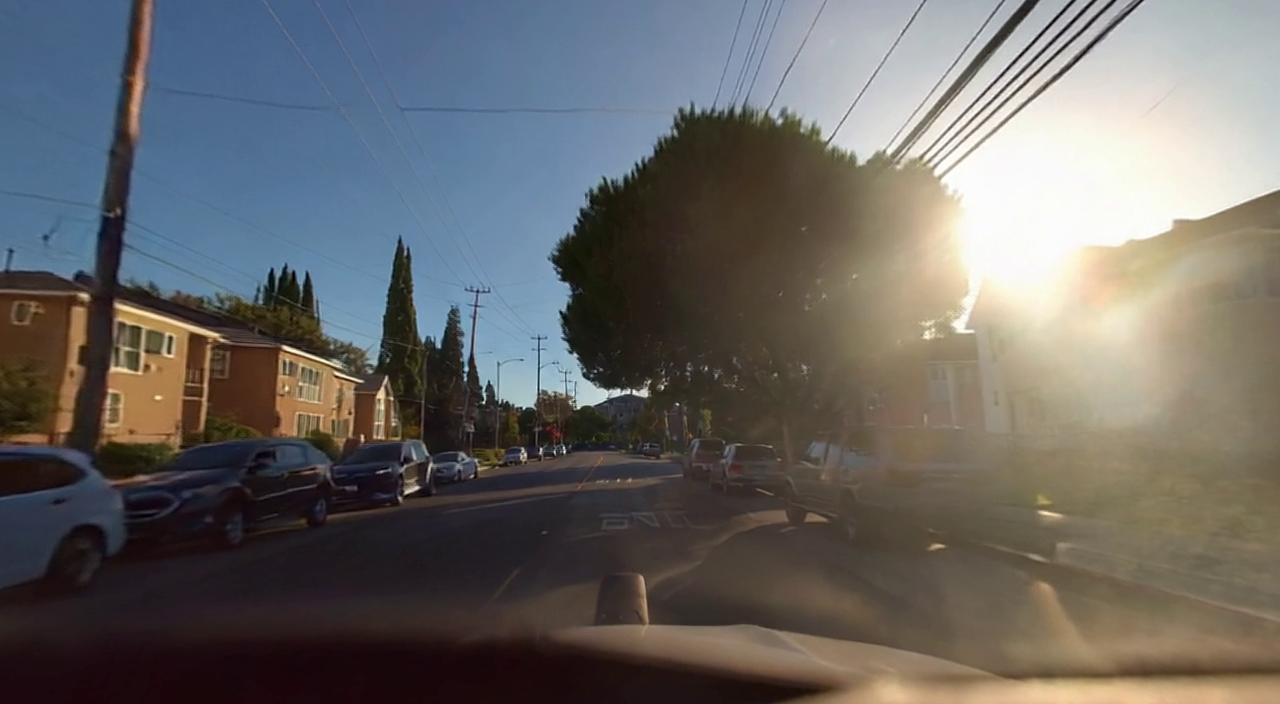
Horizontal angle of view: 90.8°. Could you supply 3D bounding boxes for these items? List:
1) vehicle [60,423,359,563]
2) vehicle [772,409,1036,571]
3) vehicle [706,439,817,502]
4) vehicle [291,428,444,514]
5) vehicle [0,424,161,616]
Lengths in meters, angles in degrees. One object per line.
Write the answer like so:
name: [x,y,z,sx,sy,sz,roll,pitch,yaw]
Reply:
vehicle: [-6.504,2.111,10.354,1.988,1.734,4.400,-1,-8,-4]
vehicle: [3.337,1.827,9.063,1.936,1.756,4.127,0,-9,-1]
vehicle: [3.264,3.289,18.021,1.895,1.537,4.844,1,-9,-4]
vehicle: [-6.712,2.927,16.232,1.992,1.853,4.561,0,-8,-2]
vehicle: [-6.204,1.378,4.835,1.863,1.561,4.380,-2,-8,-3]
